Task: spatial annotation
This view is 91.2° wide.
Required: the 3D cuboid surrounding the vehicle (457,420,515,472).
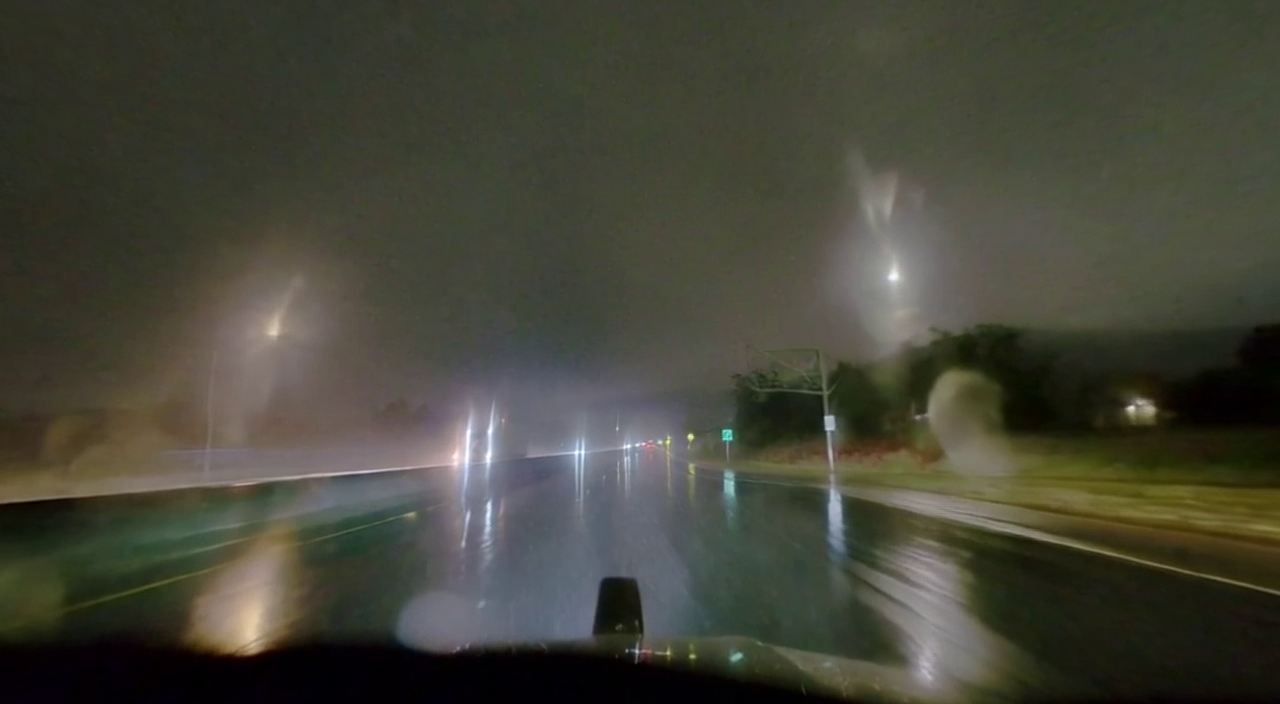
[{"bbox_3d":[-11.961,7.410,49.231,2.993,3.759,5.901,0,-9,0],"label":"vehicle"}]
